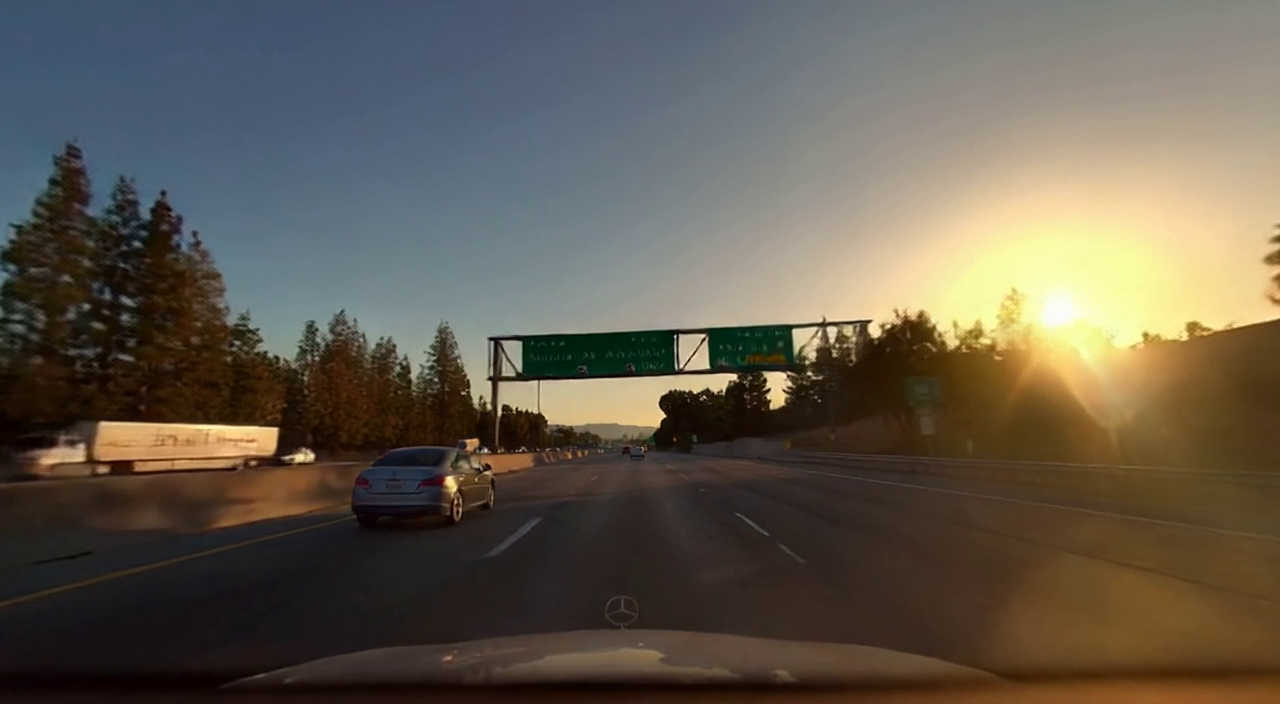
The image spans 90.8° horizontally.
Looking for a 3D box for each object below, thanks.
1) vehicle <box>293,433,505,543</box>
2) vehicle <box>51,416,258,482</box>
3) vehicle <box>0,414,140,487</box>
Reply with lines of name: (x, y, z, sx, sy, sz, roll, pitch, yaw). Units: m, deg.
vehicle: (-3.929, 2.278, 11.251, 2.050, 1.547, 4.266, 0, -9, 1)
vehicle: (-36.233, 7.478, 48.977, 2.926, 4.206, 16.722, 0, -9, 0)
vehicle: (-36.111, 6.128, 39.501, 3.015, 4.073, 8.024, 0, -9, -1)
